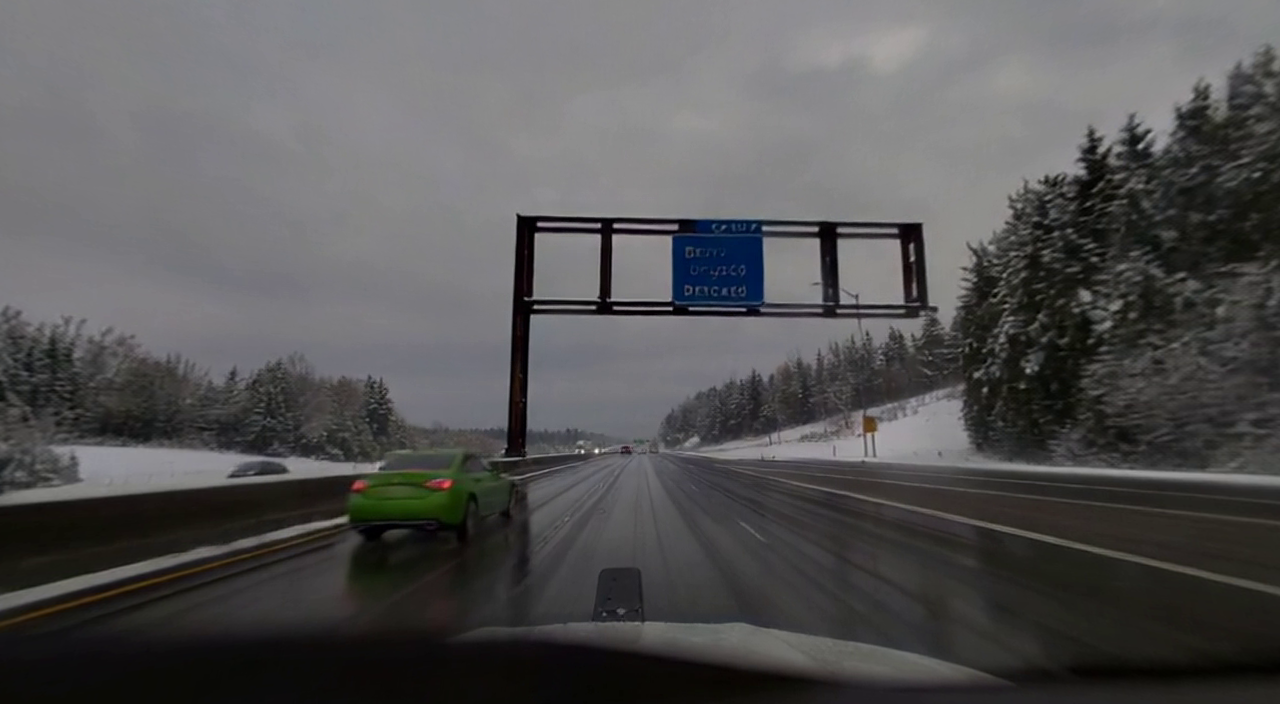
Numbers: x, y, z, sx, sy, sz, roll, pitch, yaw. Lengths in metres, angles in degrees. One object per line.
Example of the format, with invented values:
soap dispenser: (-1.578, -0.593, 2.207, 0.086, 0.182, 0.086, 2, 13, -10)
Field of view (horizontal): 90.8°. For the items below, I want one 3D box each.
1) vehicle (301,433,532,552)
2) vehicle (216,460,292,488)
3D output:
vehicle: (-3.314, 2.192, 10.541, 2.180, 1.537, 4.459, 0, -9, 1)
vehicle: (-22.541, 7.105, 37.042, 1.793, 1.437, 4.057, 0, -9, 1)
